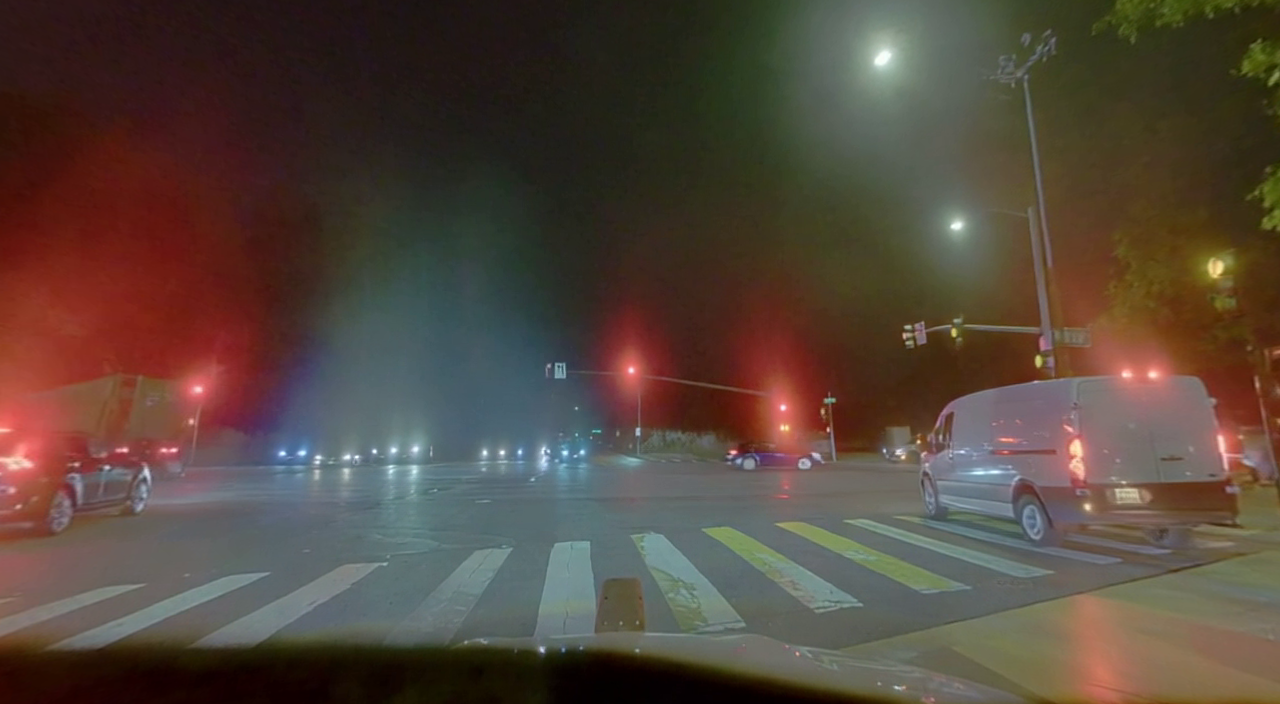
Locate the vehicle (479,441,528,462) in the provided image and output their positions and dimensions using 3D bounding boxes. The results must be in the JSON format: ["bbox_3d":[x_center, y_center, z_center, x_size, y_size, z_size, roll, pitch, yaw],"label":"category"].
[{"bbox_3d":[-10.142,7.462,47.402,2.097,1.484,4.596,-1,-9,7],"label":"vehicle"}]

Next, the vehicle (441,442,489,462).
[{"bbox_3d":[-13.178,7.586,47.853,1.845,1.426,4.289,-1,-9,8],"label":"vehicle"}]

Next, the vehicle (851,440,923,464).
[{"bbox_3d":[17.112,6.922,43.671,4.524,1.560,2.052,4,-10,-27],"label":"vehicle"}]

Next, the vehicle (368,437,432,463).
[{"bbox_3d":[-17.374,7.151,46.006,2.189,1.753,4.785,-1,-9,8],"label":"vehicle"}]

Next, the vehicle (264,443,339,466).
[{"bbox_3d":[-21.833,6.641,41.010,1.859,1.415,4.591,-1,-9,8],"label":"vehicle"}]

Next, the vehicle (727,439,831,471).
[{"bbox_3d":[6.942,5.093,31.413,4.846,1.487,2.086,-3,-9,16],"label":"vehicle"}]

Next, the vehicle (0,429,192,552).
[{"bbox_3d":[-9.163,2.016,9.832,1.993,1.496,4.524,2,-9,-14],"label":"vehicle"}]

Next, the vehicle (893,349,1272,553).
[{"bbox_3d":[6.537,1.603,10.538,2.332,2.511,5.326,0,-9,-1],"label":"vehicle"}]
